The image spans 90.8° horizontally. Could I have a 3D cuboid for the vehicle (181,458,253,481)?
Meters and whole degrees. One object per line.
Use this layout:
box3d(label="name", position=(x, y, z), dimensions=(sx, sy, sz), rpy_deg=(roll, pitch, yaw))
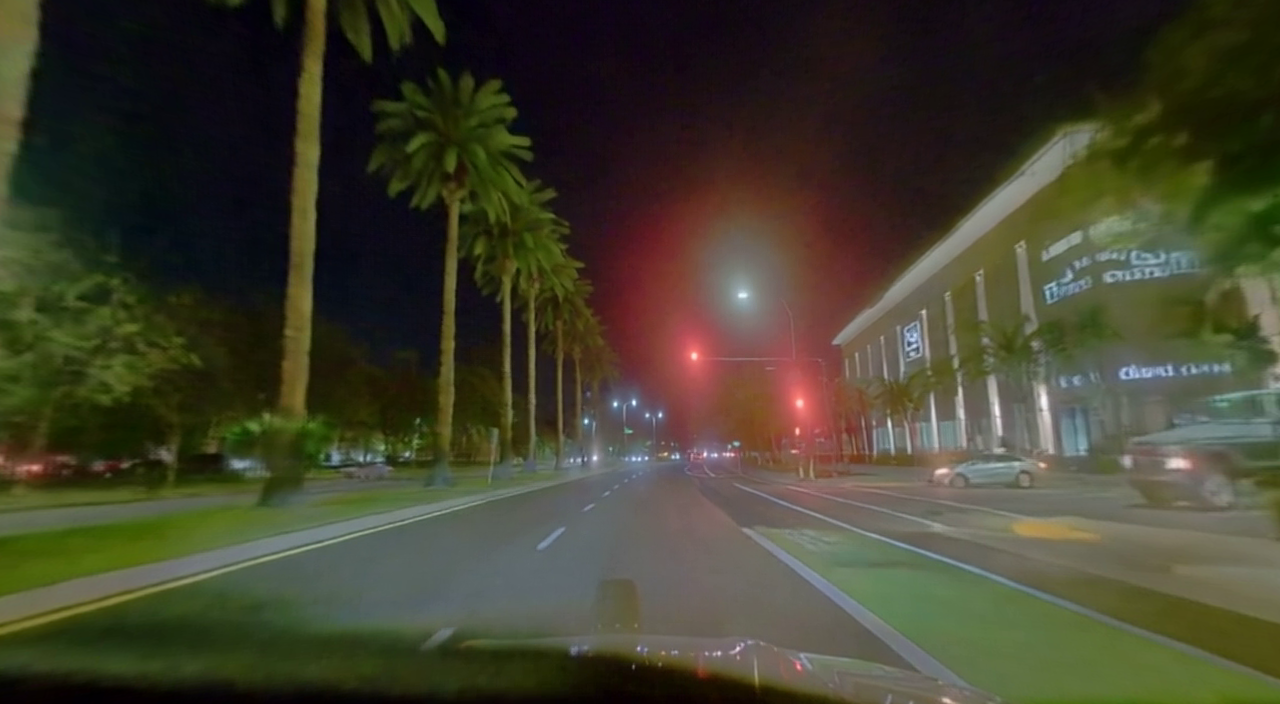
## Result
box3d(label="vehicle", position=(-32.970, 9.147, 49.321), dimensions=(4.171, 1.682, 1.981), rpy_deg=(0, -10, 3))

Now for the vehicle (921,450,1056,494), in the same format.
box3d(label="vehicle", position=(14.350, 4.986, 26.378), dimensions=(4.601, 1.696, 1.977), rpy_deg=(-3, -11, 20))

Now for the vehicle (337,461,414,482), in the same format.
box3d(label="vehicle", position=(-20.451, 9.243, 48.938), dimensions=(5.136, 1.515, 1.964), rpy_deg=(7, -12, -35))

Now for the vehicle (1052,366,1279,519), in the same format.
box3d(label="vehicle", position=(14.387, 2.169, 14.847), dimensions=(7.635, 3.131, 2.691), rpy_deg=(1, -10, -6))
